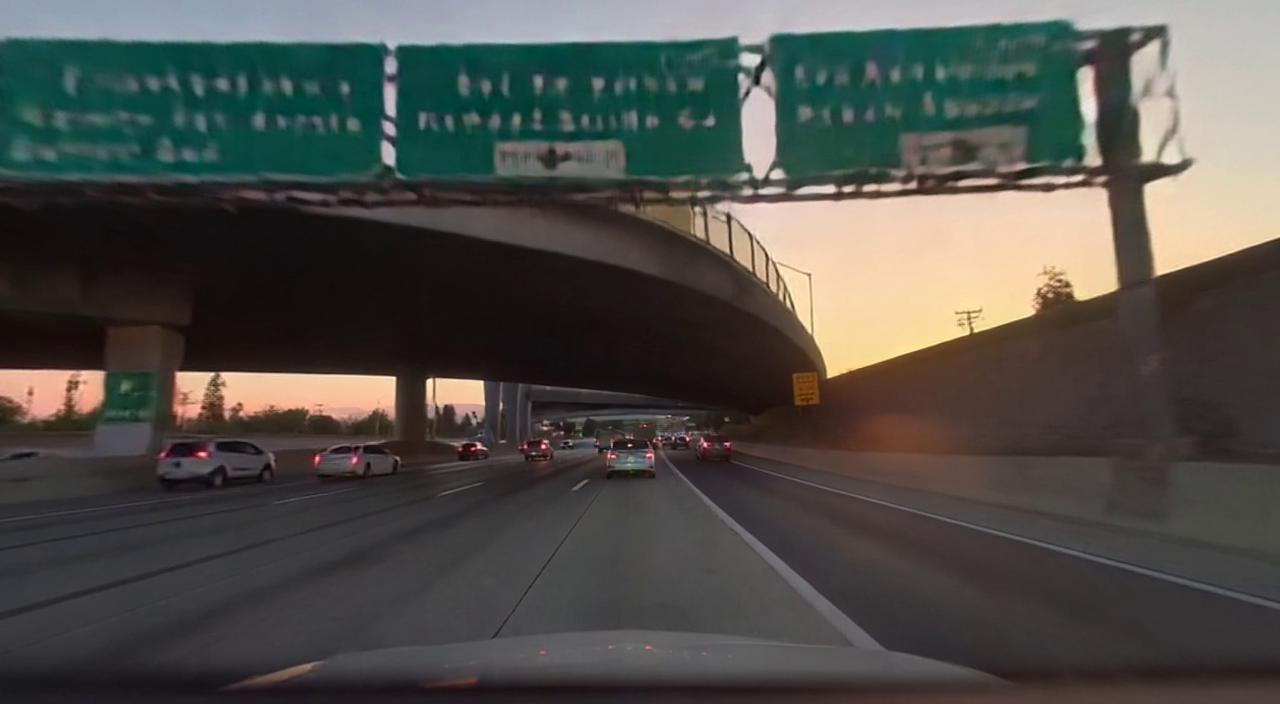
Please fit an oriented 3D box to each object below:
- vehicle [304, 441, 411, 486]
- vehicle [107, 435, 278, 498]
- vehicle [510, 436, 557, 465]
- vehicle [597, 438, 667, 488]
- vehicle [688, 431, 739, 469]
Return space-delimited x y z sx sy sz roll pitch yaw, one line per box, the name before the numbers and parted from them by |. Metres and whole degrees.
vehicle | -10.481 4.147 23.802 1.961 1.510 4.260 0 -8 1
vehicle | -13.750 3.524 19.809 2.045 1.712 4.457 0 -8 1
vehicle | -6.534 6.124 39.155 2.060 1.669 4.242 0 -8 1
vehicle | -0.189 3.564 20.655 2.042 1.446 4.269 0 -8 1
vehicle | 3.612 4.930 31.945 2.001 1.771 4.250 0 -8 -1
